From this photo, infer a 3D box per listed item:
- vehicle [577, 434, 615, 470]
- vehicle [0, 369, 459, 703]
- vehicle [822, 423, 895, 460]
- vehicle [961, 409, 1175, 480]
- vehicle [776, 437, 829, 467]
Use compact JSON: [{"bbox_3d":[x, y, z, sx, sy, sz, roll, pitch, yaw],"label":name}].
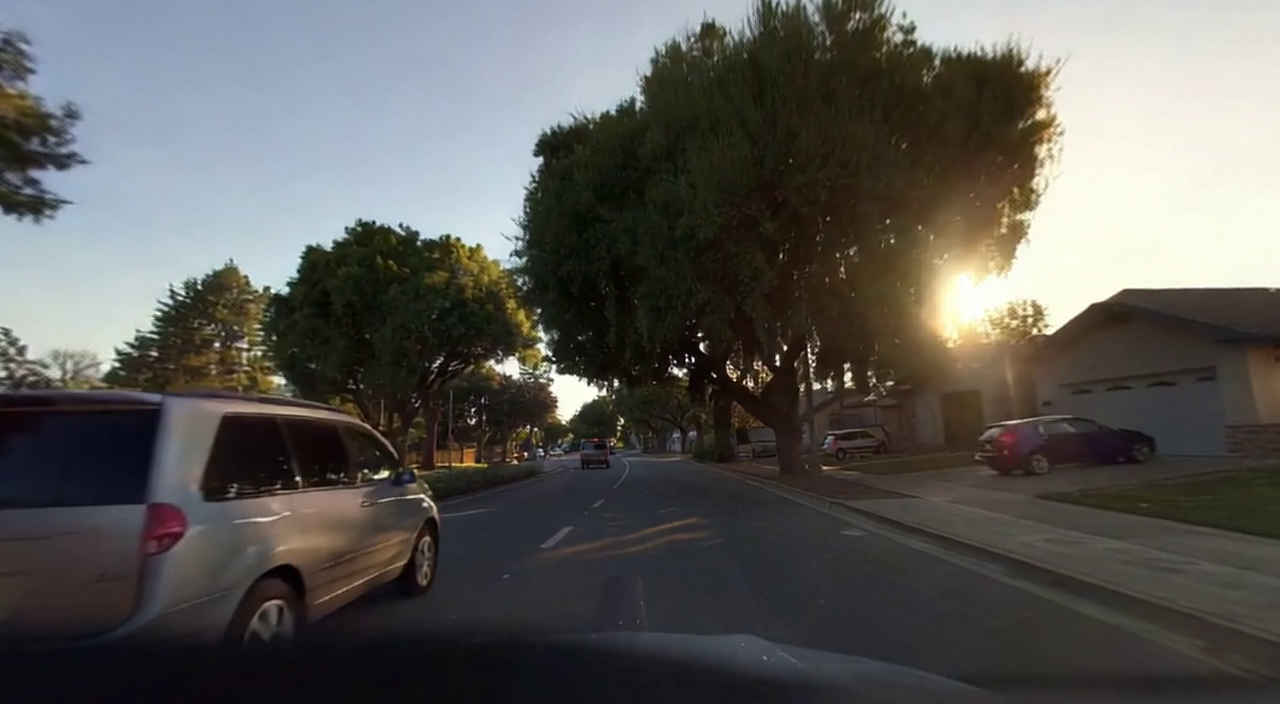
[{"bbox_3d":[-2.702,6.304,40.042,2.085,2.084,5.133,0,-9,-1],"label":"vehicle"},{"bbox_3d":[-3.030,1.202,4.201,2.205,1.590,4.852,0,-9,0],"label":"vehicle"},{"bbox_3d":[11.826,4.913,34.654,2.138,1.850,4.930,0,-9,-1],"label":"vehicle"},{"bbox_3d":[11.266,2.478,16.901,4.249,1.550,1.843,-3,-8,2],"label":"vehicle"},{"bbox_3d":[8.893,5.511,35.046,1.897,1.524,4.604,-1,-9,3],"label":"vehicle"}]
